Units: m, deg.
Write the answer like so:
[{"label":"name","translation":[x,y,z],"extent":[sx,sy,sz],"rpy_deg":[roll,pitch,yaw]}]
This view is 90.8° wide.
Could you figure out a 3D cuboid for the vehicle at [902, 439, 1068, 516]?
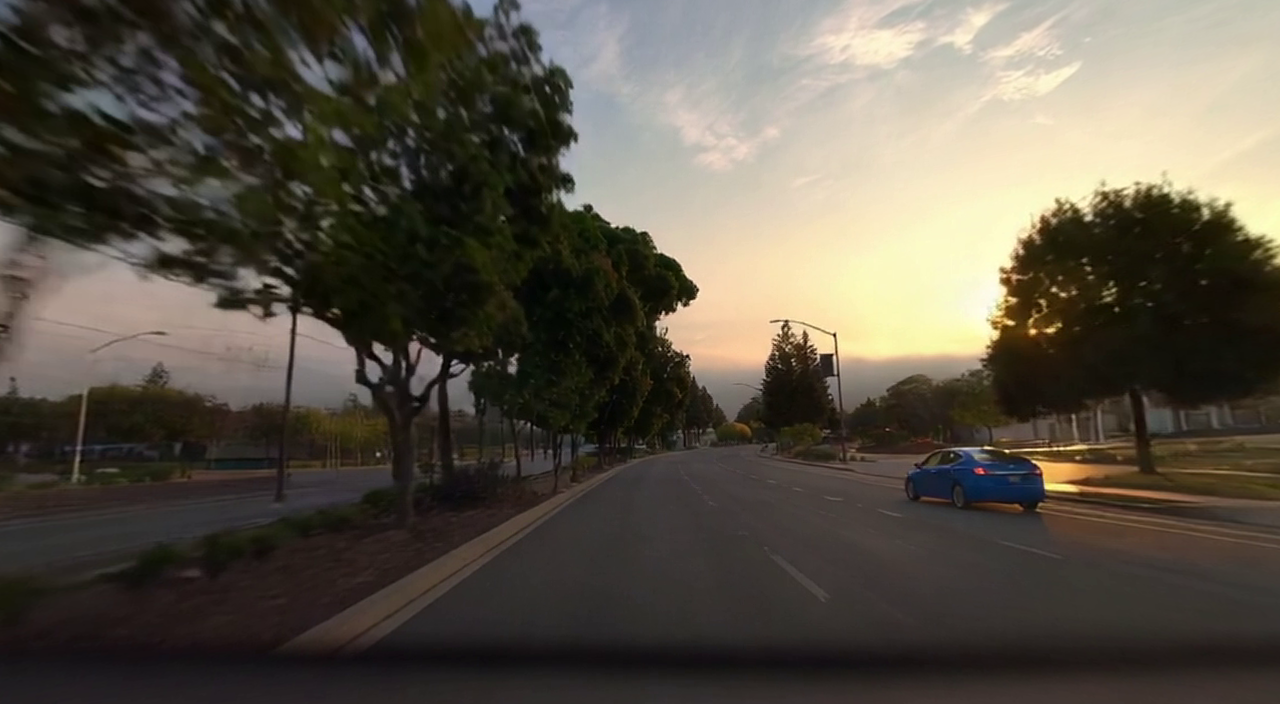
[{"label":"vehicle","translation":[7.587,2.759,14.319],"extent":[1.797,1.518,3.433],"rpy_deg":[0,-9,1]}]
